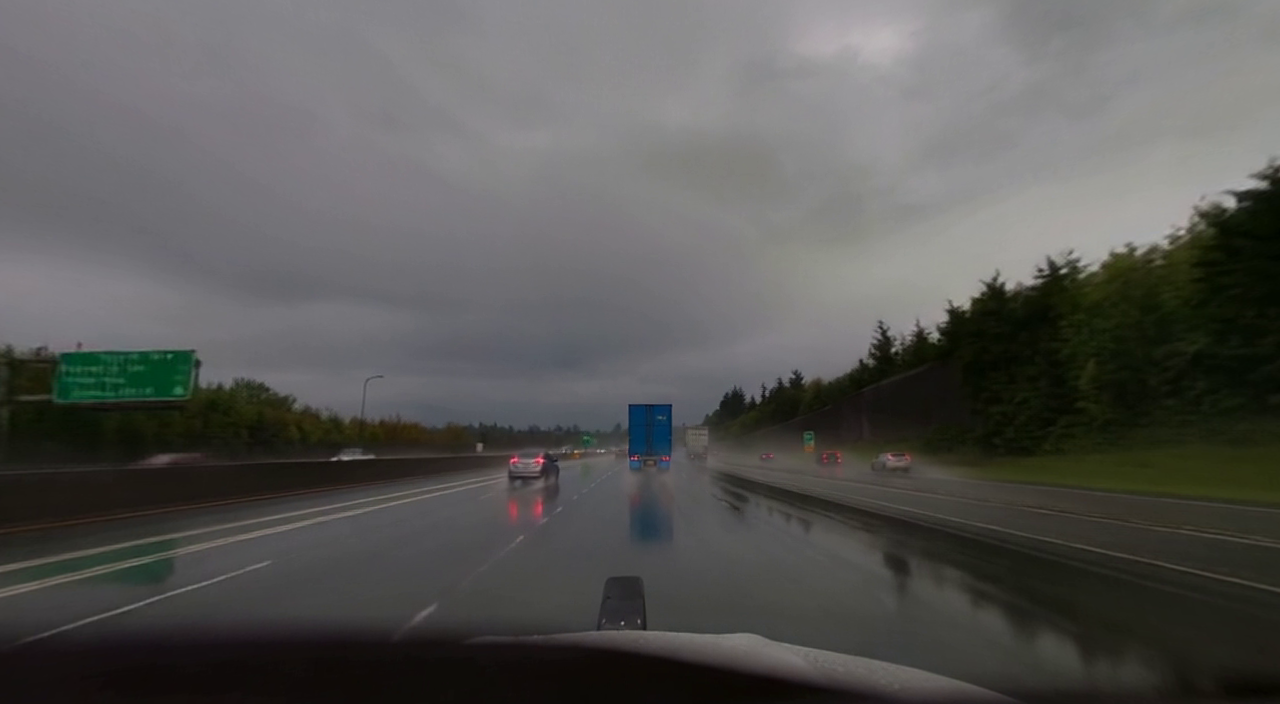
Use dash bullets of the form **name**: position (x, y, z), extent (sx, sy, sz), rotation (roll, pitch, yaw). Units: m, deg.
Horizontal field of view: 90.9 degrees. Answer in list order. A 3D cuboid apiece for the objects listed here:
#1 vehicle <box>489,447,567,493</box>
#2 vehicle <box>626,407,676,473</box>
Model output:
- **vehicle**: position (-3.926, 4.211, 22.920), extent (1.931, 1.466, 4.458), rotation (0, -9, 1)
- **vehicle**: position (0.756, 6.203, 44.124), extent (3.022, 4.072, 10.318), rotation (0, -9, 1)
